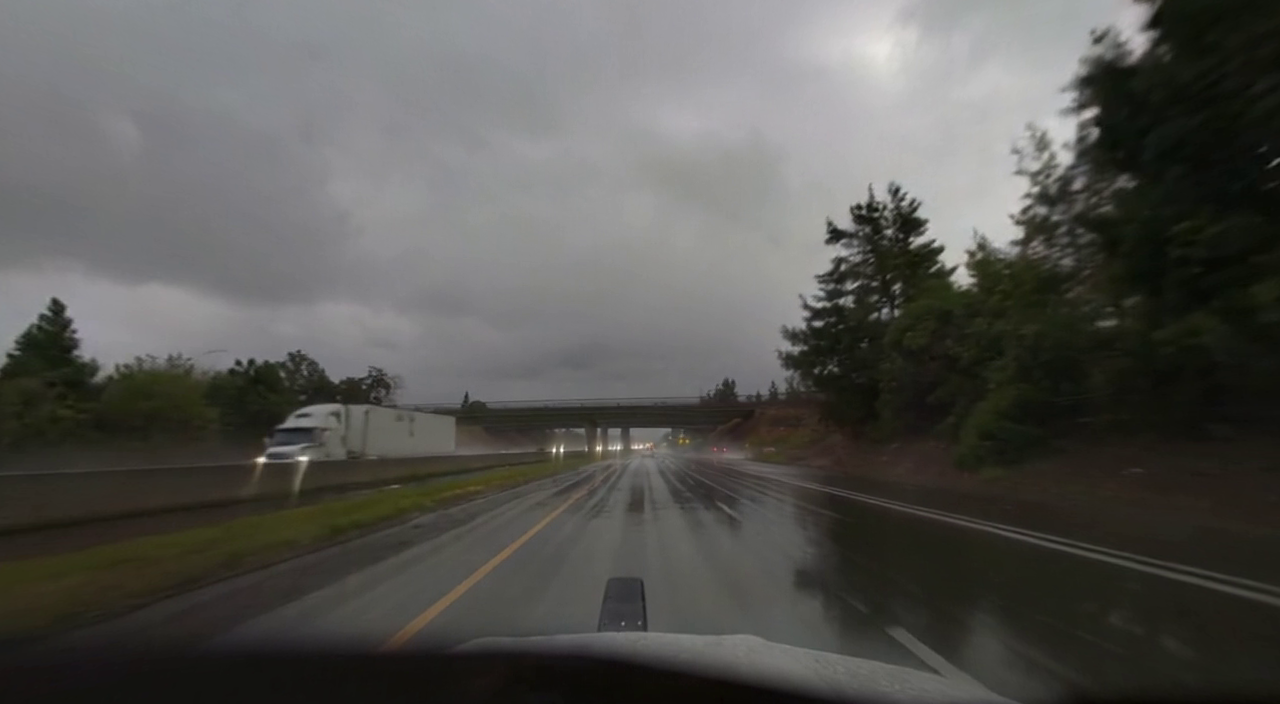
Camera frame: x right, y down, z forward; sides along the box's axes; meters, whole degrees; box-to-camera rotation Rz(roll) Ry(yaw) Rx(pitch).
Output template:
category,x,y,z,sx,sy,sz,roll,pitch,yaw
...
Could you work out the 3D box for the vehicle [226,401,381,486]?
category,x,y,z,sx,sy,sz,roll,pitch,yaw
vehicle,-17.271,4.844,33.284,3.078,3.866,8.973,0,-8,1
